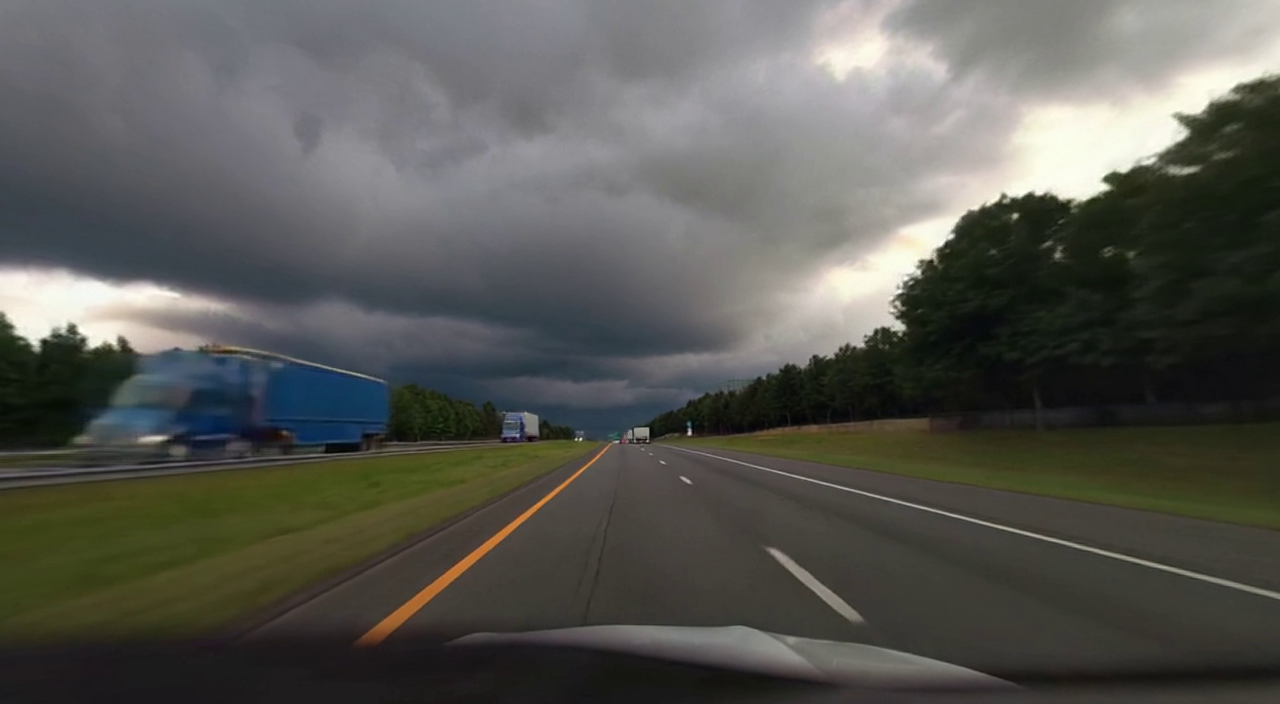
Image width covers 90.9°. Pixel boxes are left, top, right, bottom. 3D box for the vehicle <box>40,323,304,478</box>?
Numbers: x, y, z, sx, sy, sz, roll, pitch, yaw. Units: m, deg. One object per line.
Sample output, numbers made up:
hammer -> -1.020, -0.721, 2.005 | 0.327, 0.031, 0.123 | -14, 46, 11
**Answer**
vehicle -> -13.248, 1.585, 18.792 | 3.008, 3.852, 6.229 | 0, -8, -1
